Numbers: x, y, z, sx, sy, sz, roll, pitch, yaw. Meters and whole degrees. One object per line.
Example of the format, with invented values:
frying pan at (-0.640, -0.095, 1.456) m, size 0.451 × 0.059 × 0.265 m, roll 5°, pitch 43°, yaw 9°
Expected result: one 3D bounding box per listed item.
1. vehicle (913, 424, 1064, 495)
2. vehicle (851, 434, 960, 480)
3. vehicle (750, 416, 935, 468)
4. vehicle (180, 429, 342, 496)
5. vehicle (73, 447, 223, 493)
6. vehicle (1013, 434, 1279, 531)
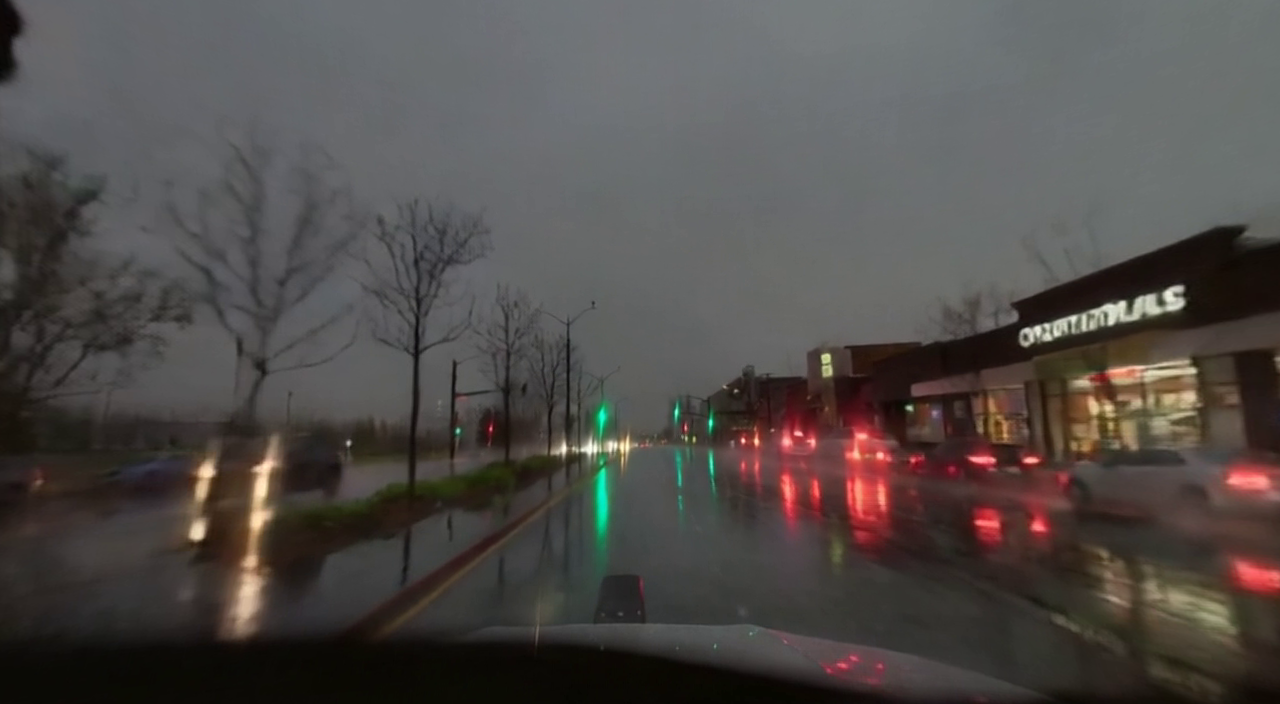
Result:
vehicle at (9.936, 3.108, 18.467) m, size 1.925 × 1.808 × 4.255 m, roll 0°, pitch -9°, yaw 0°
vehicle at (9.751, 3.906, 23.686) m, size 1.876 × 1.511 × 4.726 m, roll 0°, pitch -9°, yaw -2°
vehicle at (9.820, 4.467, 30.582) m, size 6.552 × 2.004 × 6.229 m, roll -10°, pitch -13°, yaw 38°
vehicle at (-10.966, 3.237, 18.772) m, size 2.027 × 1.722 × 4.471 m, roll 0°, pitch -9°, yaw 0°
vehicle at (-17.996, 4.296, 23.443) m, size 1.951 × 1.524 × 4.409 m, roll 0°, pitch -9°, yaw 1°
vehicle at (9.785, 2.412, 12.353) m, size 1.913 × 1.492 × 4.787 m, roll 0°, pitch -9°, yaw -2°
